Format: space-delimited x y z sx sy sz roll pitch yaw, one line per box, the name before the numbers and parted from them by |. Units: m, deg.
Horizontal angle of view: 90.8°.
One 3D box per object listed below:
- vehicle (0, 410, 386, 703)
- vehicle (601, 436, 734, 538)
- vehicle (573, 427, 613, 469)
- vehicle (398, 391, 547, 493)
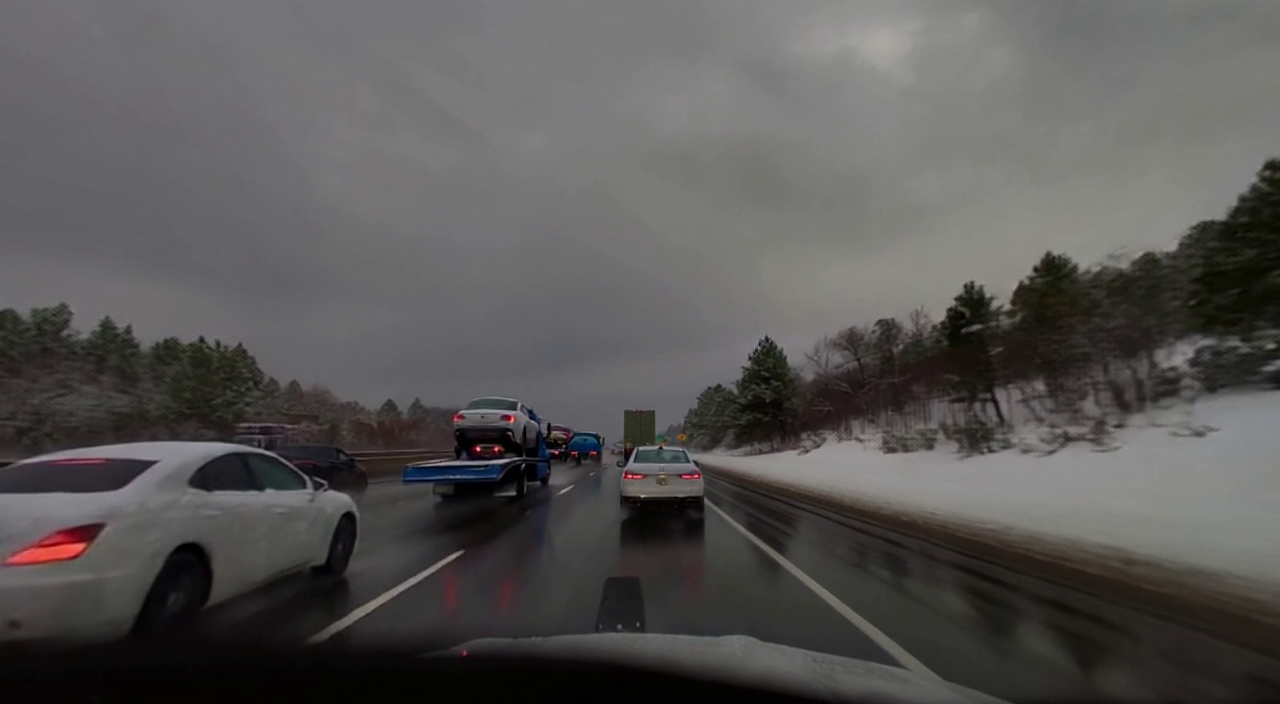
vehicle | -3.663 1.229 4.210 1.947 1.470 4.526 0 -9 2
vehicle | 0.391 2.286 11.212 1.991 1.507 3.391 0 -9 0
vehicle | -3.251 6.870 44.997 2.289 2.710 6.726 0 -9 0
vehicle | -2.937 1.726 12.060 2.031 1.594 4.103 1 -9 -5
